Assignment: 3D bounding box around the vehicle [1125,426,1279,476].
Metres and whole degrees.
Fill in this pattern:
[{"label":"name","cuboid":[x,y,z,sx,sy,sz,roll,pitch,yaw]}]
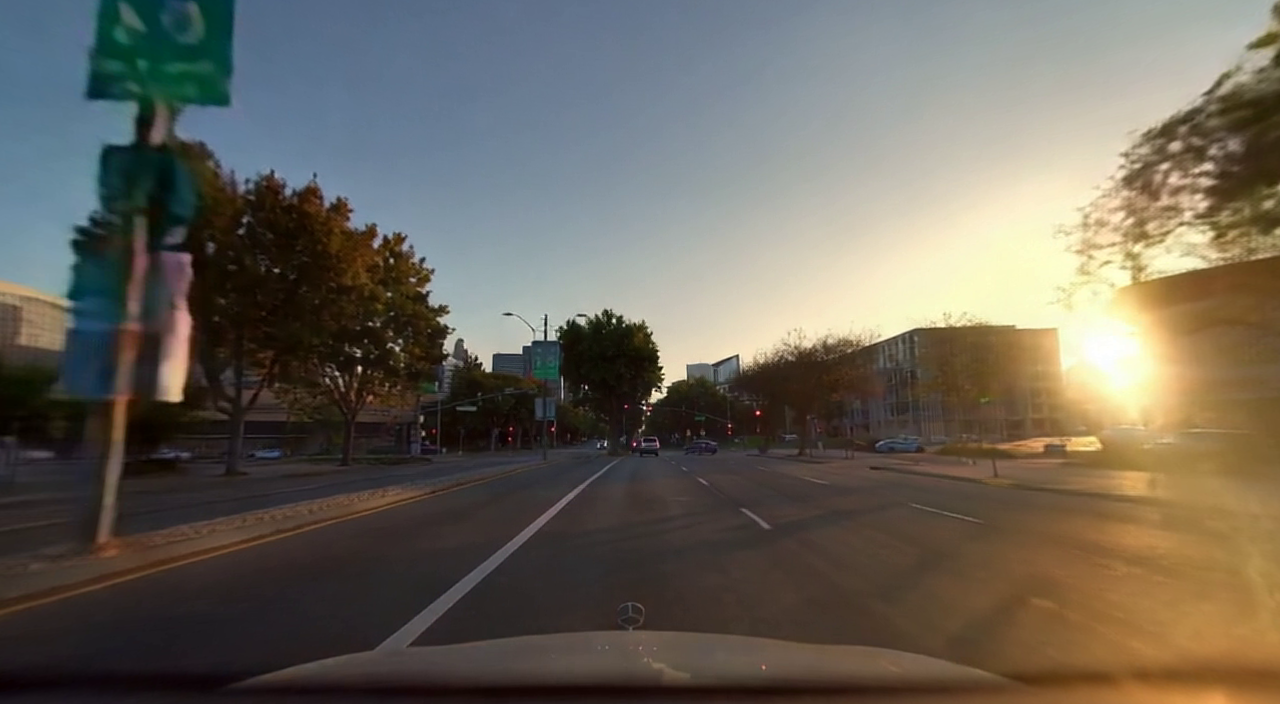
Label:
[{"label":"vehicle","cuboid":[19.158,3.318,21.402,1.842,1.495,4.474,-1,-8,2]}]
